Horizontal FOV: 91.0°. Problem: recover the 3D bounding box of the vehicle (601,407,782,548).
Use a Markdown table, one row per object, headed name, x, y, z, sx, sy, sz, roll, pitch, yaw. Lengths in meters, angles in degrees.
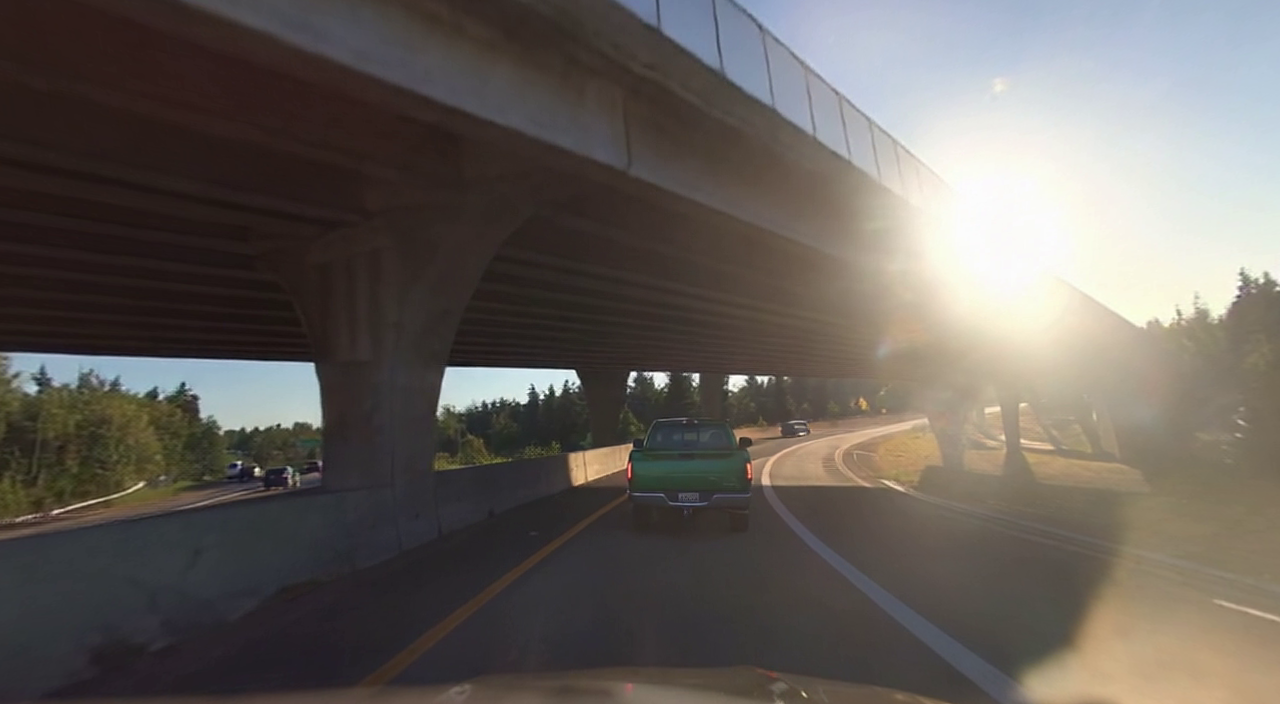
| name | x | y | z | sx | sy | sz | roll | pitch | yaw |
| --- | --- | --- | --- | --- | --- | --- | --- | --- | --- |
| vehicle | 0.829 | 1.887 | 10.117 | 2.235 | 1.716 | 4.435 | -1 | -8 | 5 |
